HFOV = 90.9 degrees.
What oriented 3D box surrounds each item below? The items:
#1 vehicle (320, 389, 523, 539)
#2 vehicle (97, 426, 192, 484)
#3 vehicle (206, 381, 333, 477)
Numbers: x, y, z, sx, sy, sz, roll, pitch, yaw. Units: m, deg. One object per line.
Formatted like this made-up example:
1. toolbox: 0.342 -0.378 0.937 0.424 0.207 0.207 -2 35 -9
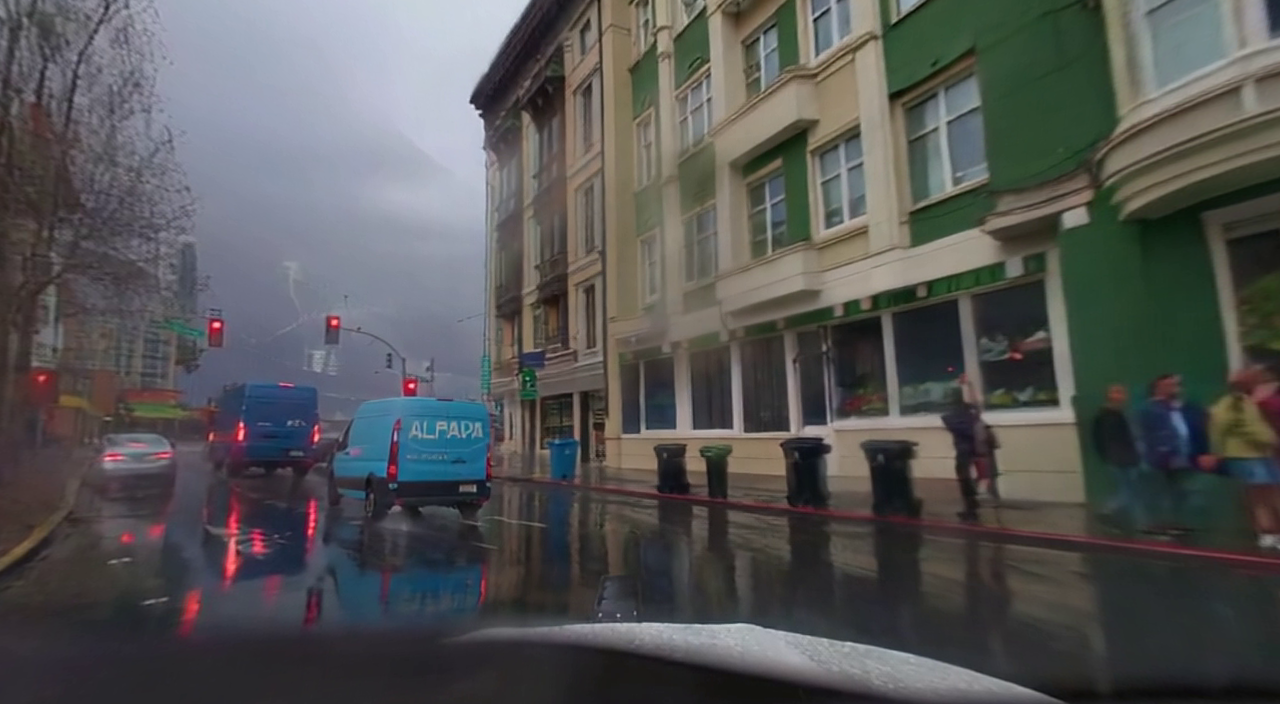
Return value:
1. vehicle: -3.775 1.746 10.417 1.951 1.907 4.266 5 -9 -35
2. vehicle: -14.149 2.885 17.922 1.841 1.461 3.426 6 -10 -40
3. vehicle: -12.482 2.590 20.948 2.333 2.703 6.504 7 -10 -40
